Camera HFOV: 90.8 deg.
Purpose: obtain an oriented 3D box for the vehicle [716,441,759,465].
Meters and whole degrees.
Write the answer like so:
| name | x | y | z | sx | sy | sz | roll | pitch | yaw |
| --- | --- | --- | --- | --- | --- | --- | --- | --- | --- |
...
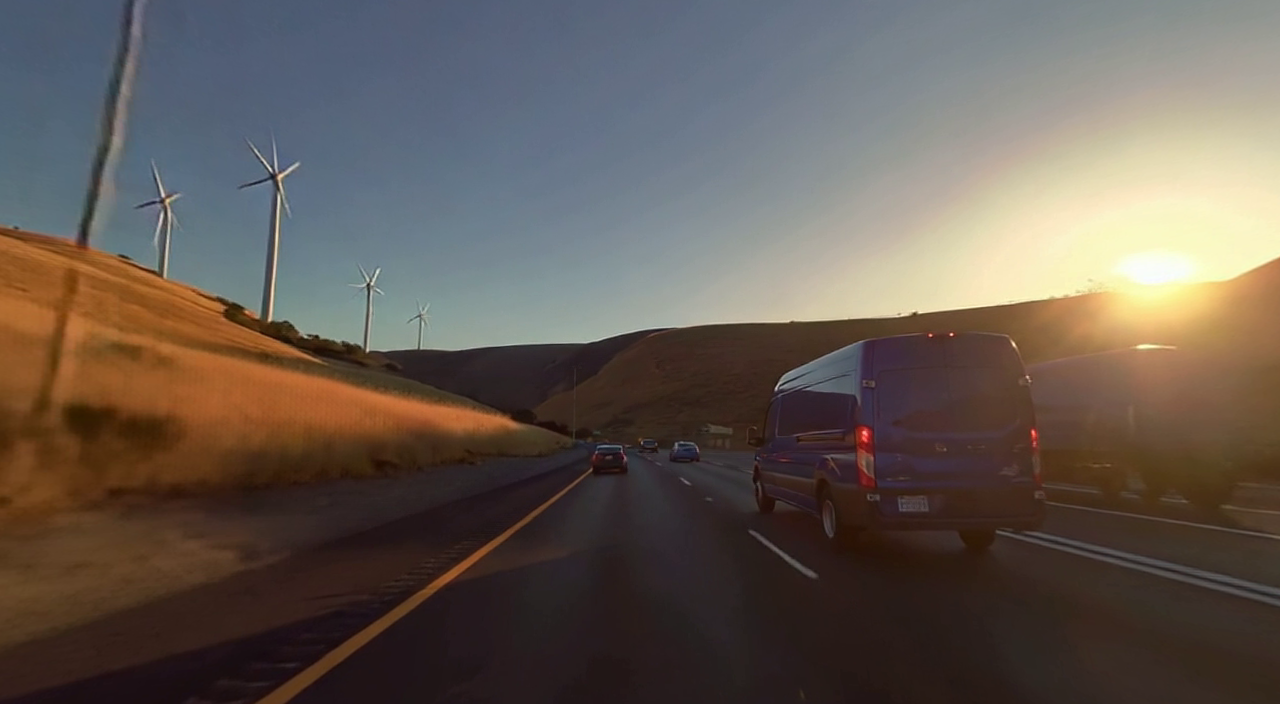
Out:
| name | x | y | z | sx | sy | sz | roll | pitch | yaw |
| --- | --- | --- | --- | --- | --- | --- | --- | --- | --- |
| vehicle | 6.365 | 6.644 | 41.684 | 1.958 | 1.514 | 4.930 | 0 | -8 | -1 |

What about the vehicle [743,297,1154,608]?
| name | x | y | z | sx | sy | sz | roll | pitch | yaw |
| --- | --- | --- | --- | --- | --- | --- | --- | --- | --- |
| vehicle | 3.051 | 1.244 | 8.267 | 2.365 | 2.630 | 5.754 | 0 | -9 | -1 |

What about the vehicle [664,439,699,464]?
| name | x | y | z | sx | sy | sz | roll | pitch | yaw |
| --- | --- | --- | --- | --- | --- | --- | --- | --- | --- |
| vehicle | 2.917 | 7.122 | 45.459 | 2.108 | 1.717 | 3.996 | 0 | -8 | -2 |

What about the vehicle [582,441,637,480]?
| name | x | y | z | sx | sy | sz | roll | pitch | yaw |
| --- | --- | --- | --- | --- | --- | --- | --- | --- | --- |
| vehicle | -1.153 | 4.339 | 25.585 | 2.082 | 1.445 | 3.826 | 0 | -8 | 0 |
